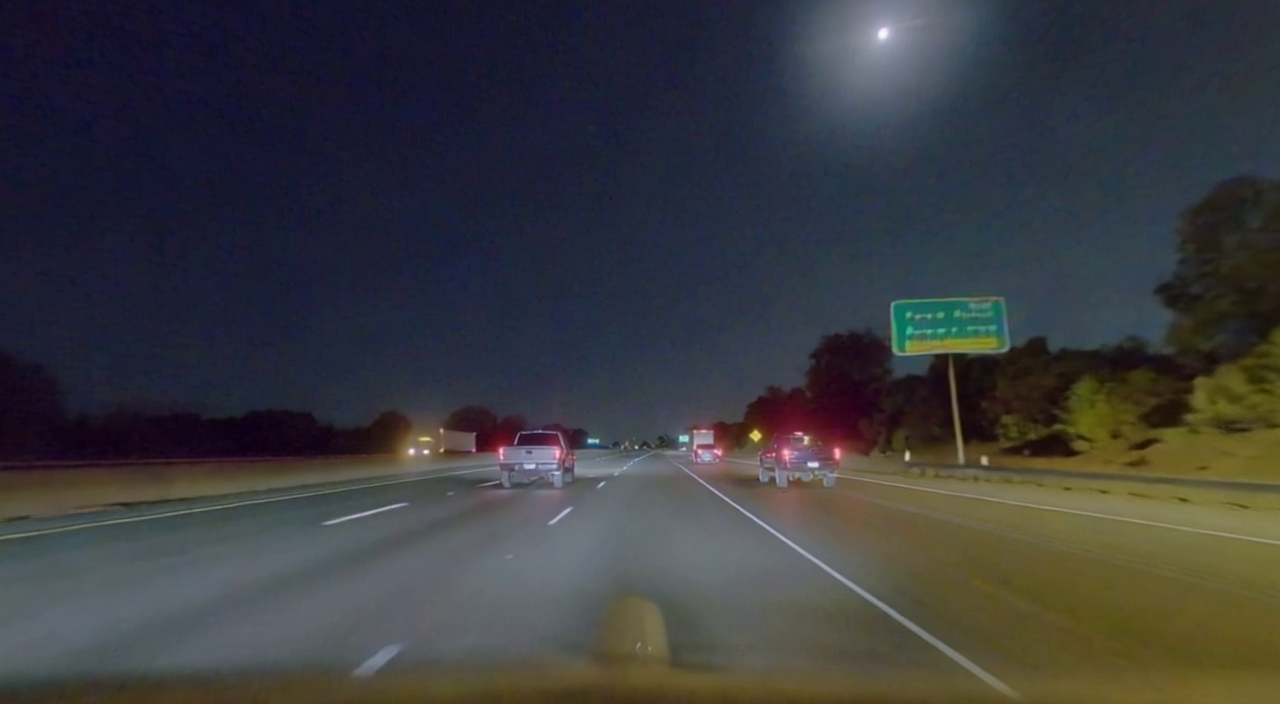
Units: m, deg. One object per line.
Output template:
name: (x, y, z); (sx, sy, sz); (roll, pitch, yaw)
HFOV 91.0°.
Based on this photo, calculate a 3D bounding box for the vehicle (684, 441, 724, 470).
vehicle: (3.907, 6.431, 39.104); (2.095, 1.668, 4.135); (0, -9, 1)

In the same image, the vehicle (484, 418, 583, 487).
vehicle: (-3.733, 3.745, 23.606); (2.496, 2.203, 6.317); (0, -9, 1)
